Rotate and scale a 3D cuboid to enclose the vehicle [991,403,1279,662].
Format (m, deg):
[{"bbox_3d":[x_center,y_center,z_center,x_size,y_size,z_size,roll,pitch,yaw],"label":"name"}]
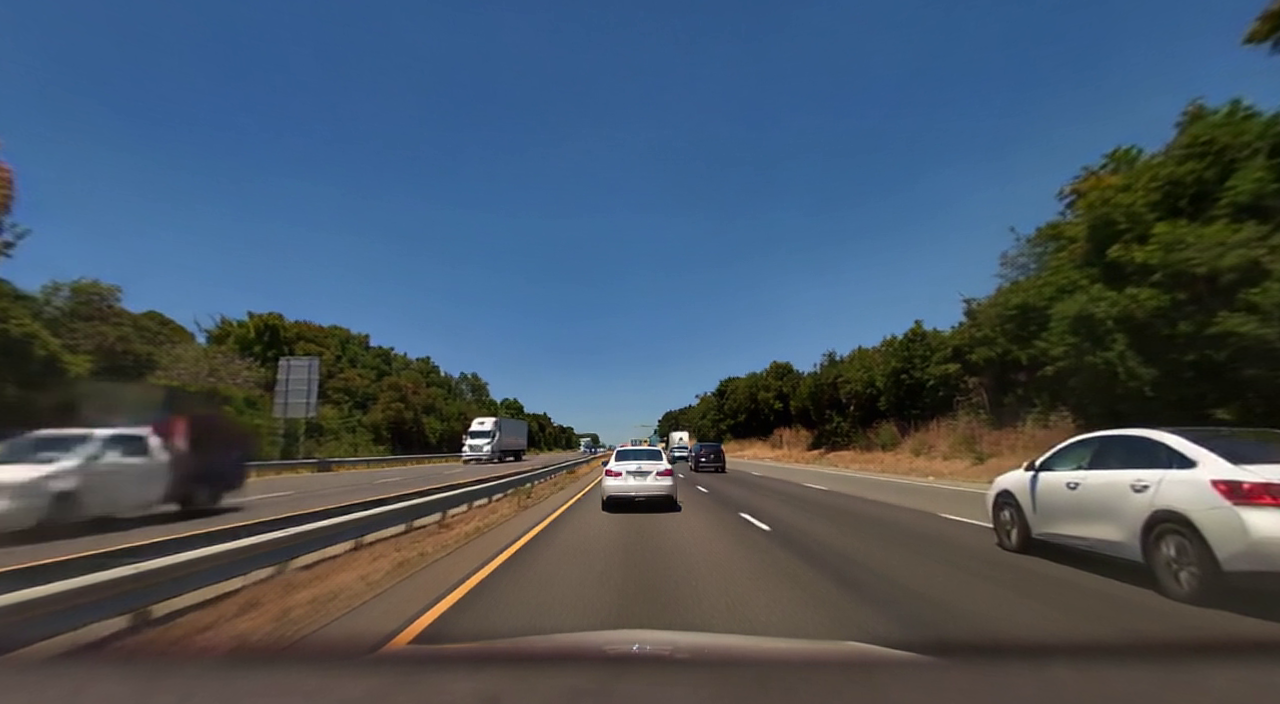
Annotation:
[{"bbox_3d":[4.746,1.208,4.662,1.931,1.516,3.995,0,-9,0],"label":"vehicle"}]

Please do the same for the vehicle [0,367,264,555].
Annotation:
[{"bbox_3d":[-9.551,1.849,11.073,2.512,2.475,5.406,0,-9,-1],"label":"vehicle"}]

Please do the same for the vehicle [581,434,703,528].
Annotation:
[{"bbox_3d":[0.005,2.492,12.658,2.088,1.580,3.657,0,-9,-1],"label":"vehicle"}]
